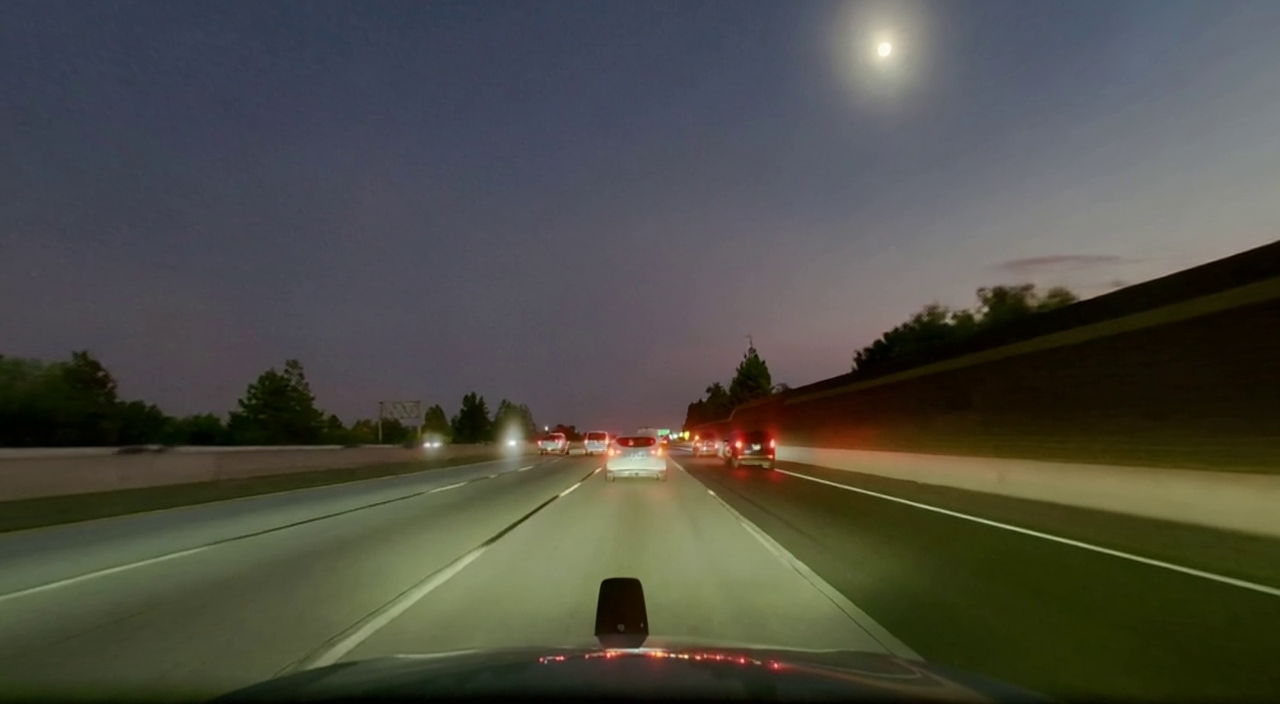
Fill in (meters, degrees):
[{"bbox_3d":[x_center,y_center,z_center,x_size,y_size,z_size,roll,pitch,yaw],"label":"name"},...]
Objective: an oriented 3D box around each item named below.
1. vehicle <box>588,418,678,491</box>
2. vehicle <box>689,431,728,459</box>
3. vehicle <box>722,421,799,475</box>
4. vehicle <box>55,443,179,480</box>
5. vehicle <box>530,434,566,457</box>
[{"bbox_3d":[-0.186,2.868,17.895,2.233,1.804,4.273,0,-9,0],"label":"vehicle"},{"bbox_3d":[4.223,5.870,39.632,2.001,1.651,3.916,0,-9,0],"label":"vehicle"},{"bbox_3d":[4.500,3.683,24.264,2.017,1.847,4.299,0,-9,-1],"label":"vehicle"},{"bbox_3d":[-21.833,4.562,26.544,1.827,1.422,3.924,0,-9,0],"label":"vehicle"},{"bbox_3d":[-7.003,7.200,48.470,2.024,1.706,4.249,0,-9,1],"label":"vehicle"}]
